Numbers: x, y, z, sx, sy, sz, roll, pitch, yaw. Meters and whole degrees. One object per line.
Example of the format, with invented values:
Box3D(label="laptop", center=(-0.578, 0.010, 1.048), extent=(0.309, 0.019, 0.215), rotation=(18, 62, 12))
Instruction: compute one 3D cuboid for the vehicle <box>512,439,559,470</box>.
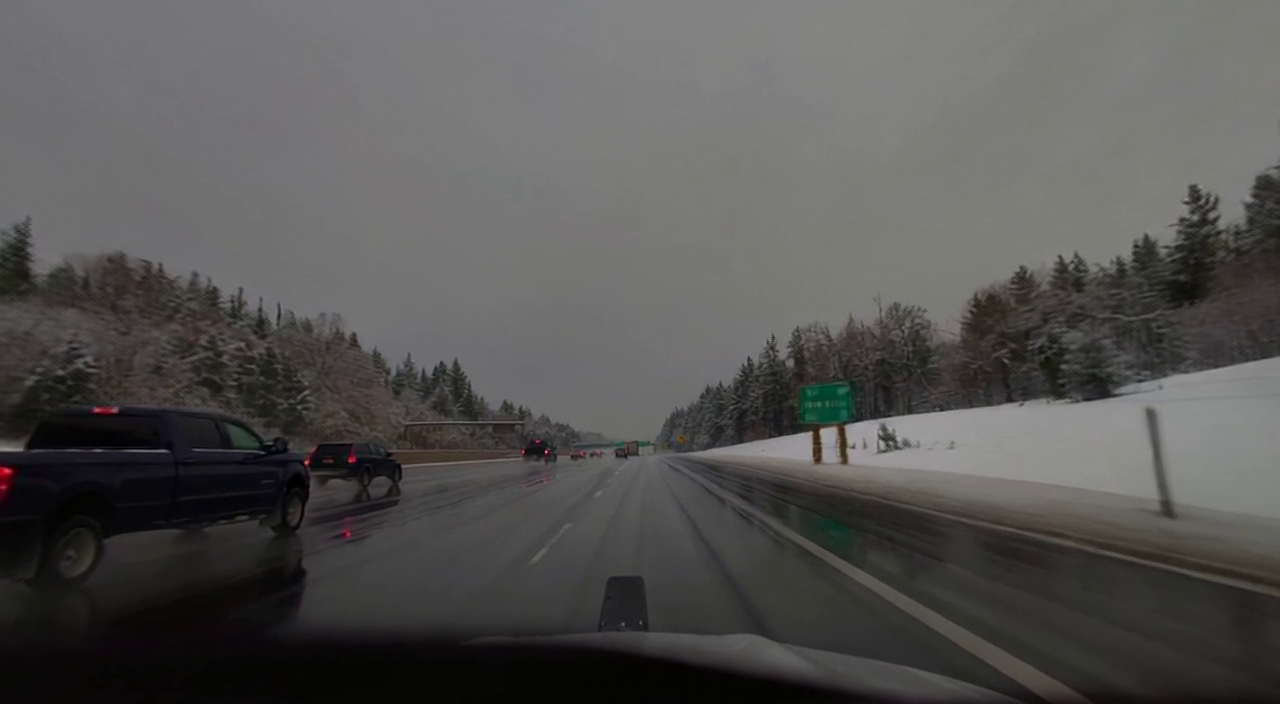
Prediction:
Box3D(label="vehicle", center=(-6.145, 6.086, 37.598), extent=(2.009, 1.735, 4.358), rotation=(0, -8, 1))

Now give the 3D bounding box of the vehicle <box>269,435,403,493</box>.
Box3D(label="vehicle", center=(-9.665, 3.592, 20.573), extent=(2.060, 1.662, 4.469), rotation=(0, -8, 1))

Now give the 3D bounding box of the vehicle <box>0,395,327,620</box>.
Box3D(label="vehicle", center=(-6.278, 1.527, 6.993), extent=(2.403, 1.773, 6.276), rotation=(0, -8, 0))
